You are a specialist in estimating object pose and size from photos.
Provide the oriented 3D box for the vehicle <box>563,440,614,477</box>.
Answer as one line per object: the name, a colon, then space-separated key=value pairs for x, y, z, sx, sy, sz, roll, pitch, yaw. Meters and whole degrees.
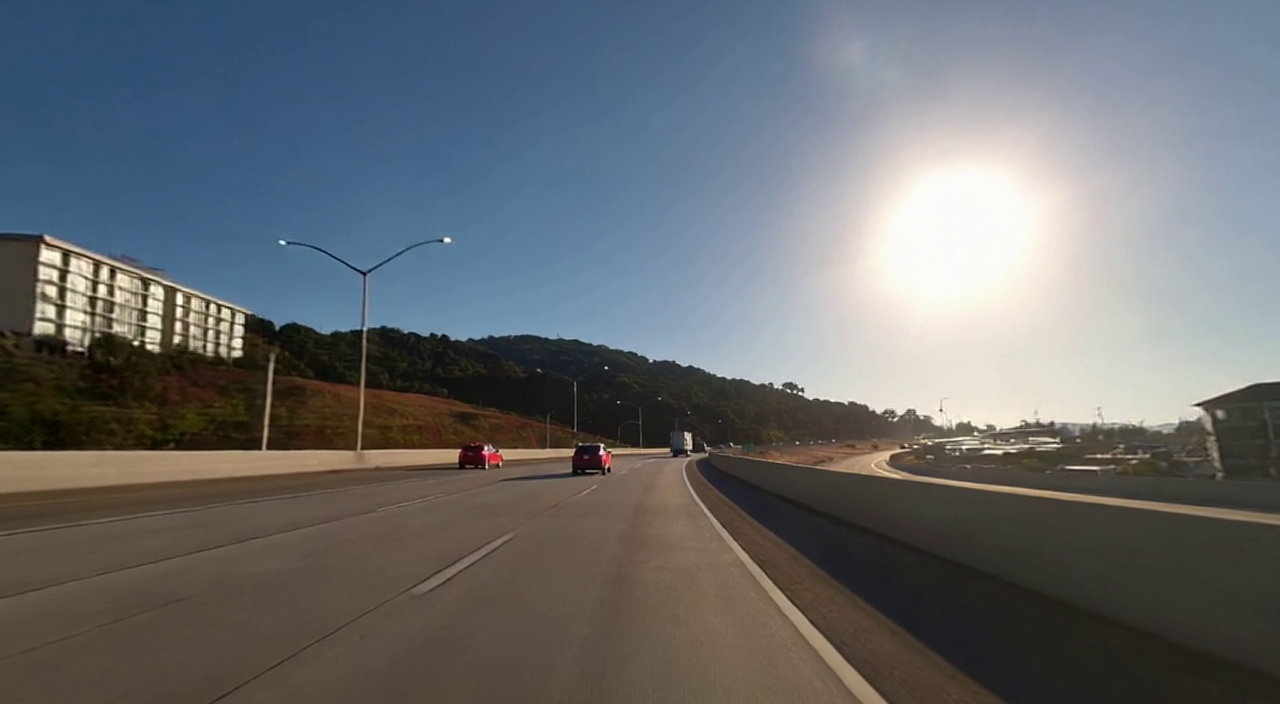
vehicle: x=-2.584 y=5.518 z=32.883 sx=2.028 sy=1.782 sz=4.150 roll=-1 pitch=-8 yaw=4

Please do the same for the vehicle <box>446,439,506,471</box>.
vehicle: x=-9.634 y=6.084 z=37.433 sx=2.039 sy=1.746 sz=4.528 roll=-1 pitch=-8 yaw=5

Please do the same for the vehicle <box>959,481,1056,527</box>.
vehicle: x=24.303 y=10.038 z=42.102 sx=2.775 sy=2.408 sz=6.139 roll=0 pitch=-8 yaw=0
